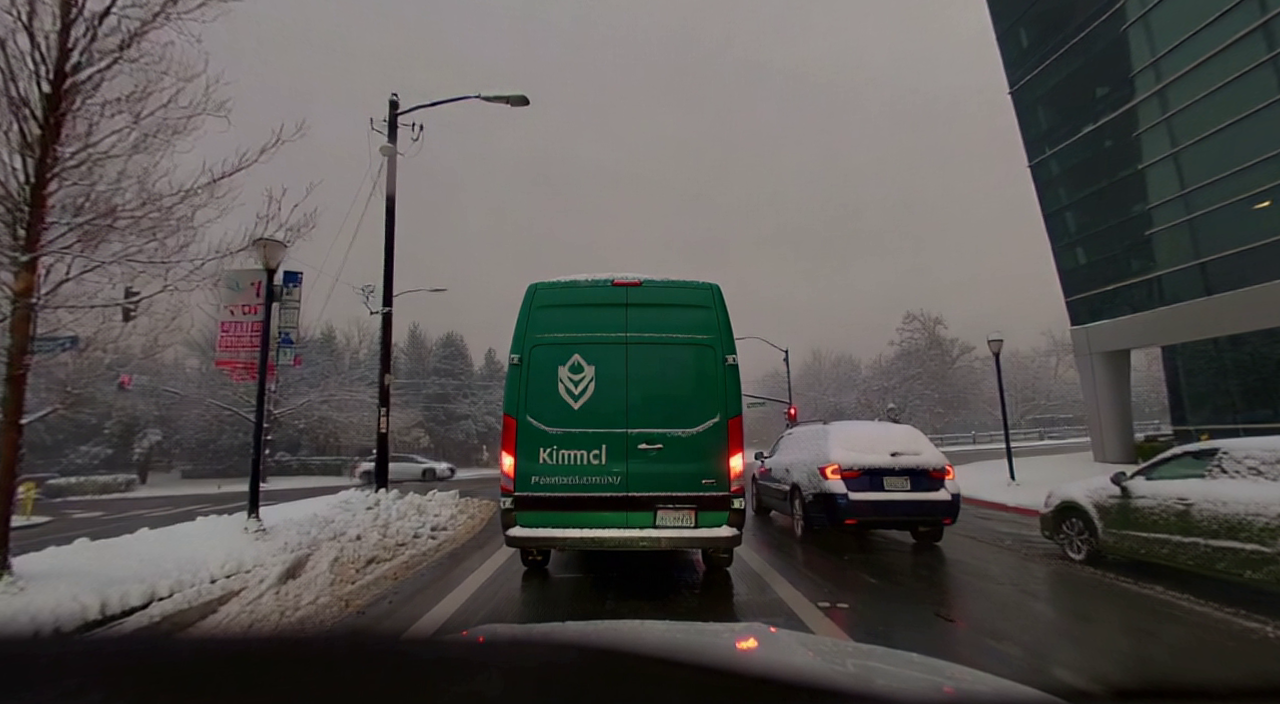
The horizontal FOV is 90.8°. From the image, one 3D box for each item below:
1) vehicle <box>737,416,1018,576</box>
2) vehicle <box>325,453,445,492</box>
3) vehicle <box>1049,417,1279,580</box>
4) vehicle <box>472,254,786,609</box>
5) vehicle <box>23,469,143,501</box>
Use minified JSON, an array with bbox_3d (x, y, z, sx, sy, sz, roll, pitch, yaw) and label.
[{"bbox_3d":[2.880,1.862,9.040,2.183,1.676,4.506,0,-8,-1],"label":"vehicle"},{"bbox_3d":[-11.254,5.345,28.252,4.659,1.615,1.944,2,-9,-13],"label":"vehicle"},{"bbox_3d":[7.538,1.577,6.996,1.963,1.669,4.678,3,-9,-21],"label":"vehicle"},{"bbox_3d":[-0.054,1.167,9.094,2.613,3.035,7.342,0,-8,1],"label":"vehicle"},{"bbox_3d":[-31.100,7.436,35.397,4.806,1.652,1.869,0,-8,-2],"label":"vehicle"}]
